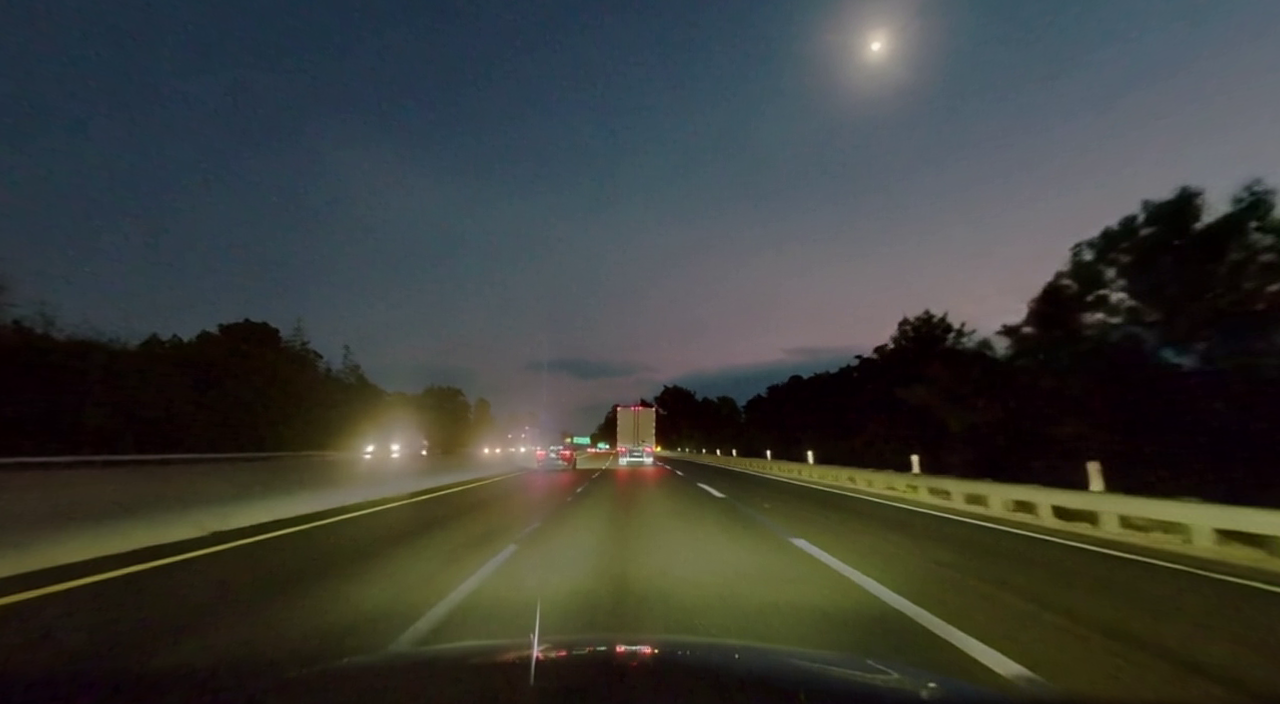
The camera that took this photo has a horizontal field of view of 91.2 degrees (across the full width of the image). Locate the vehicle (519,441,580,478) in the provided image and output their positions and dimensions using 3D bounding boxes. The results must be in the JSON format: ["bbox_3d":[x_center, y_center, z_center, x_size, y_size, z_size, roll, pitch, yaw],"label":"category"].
[{"bbox_3d":[-3.951,4.801,28.205,2.057,1.519,4.372,0,-9,0],"label":"vehicle"}]

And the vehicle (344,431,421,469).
[{"bbox_3d":[-13.416,5.151,33.001,2.054,1.840,4.734,0,-9,0],"label":"vehicle"}]
